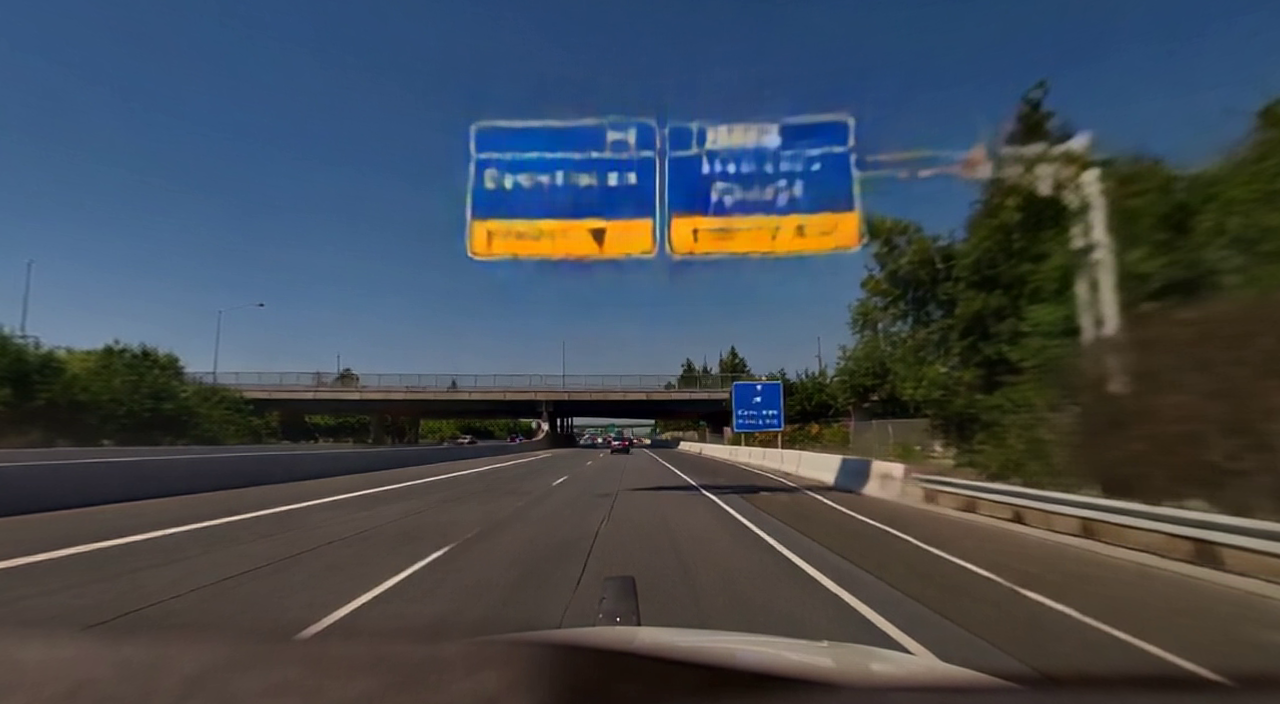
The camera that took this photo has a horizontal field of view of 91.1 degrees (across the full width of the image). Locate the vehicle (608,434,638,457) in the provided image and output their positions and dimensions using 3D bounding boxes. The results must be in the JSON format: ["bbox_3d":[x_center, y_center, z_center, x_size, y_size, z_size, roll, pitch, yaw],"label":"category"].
[{"bbox_3d":[-1.164,6.577,44.245,2.025,1.519,3.924,0,-8,-1],"label":"vehicle"}]
